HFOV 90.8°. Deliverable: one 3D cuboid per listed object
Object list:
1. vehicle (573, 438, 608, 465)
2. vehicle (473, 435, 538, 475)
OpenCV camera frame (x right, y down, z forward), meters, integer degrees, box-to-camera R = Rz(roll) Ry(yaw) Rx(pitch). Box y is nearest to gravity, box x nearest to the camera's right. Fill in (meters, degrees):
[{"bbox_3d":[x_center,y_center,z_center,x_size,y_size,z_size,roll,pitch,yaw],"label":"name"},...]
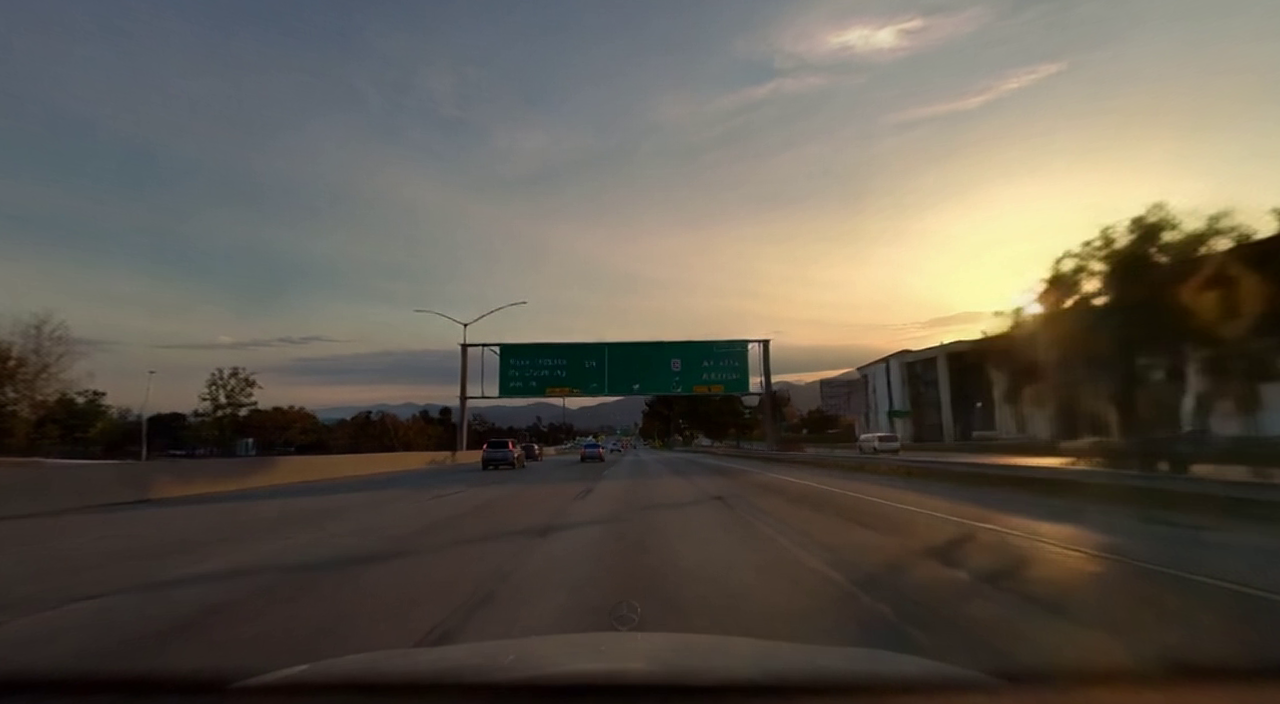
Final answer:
[{"bbox_3d":[-3.280,6.696,42.649,2.027,1.697,4.307,0,-8,0],"label":"vehicle"},{"bbox_3d":[-6.386,4.920,30.487,2.015,1.762,4.790,0,-8,1],"label":"vehicle"}]
